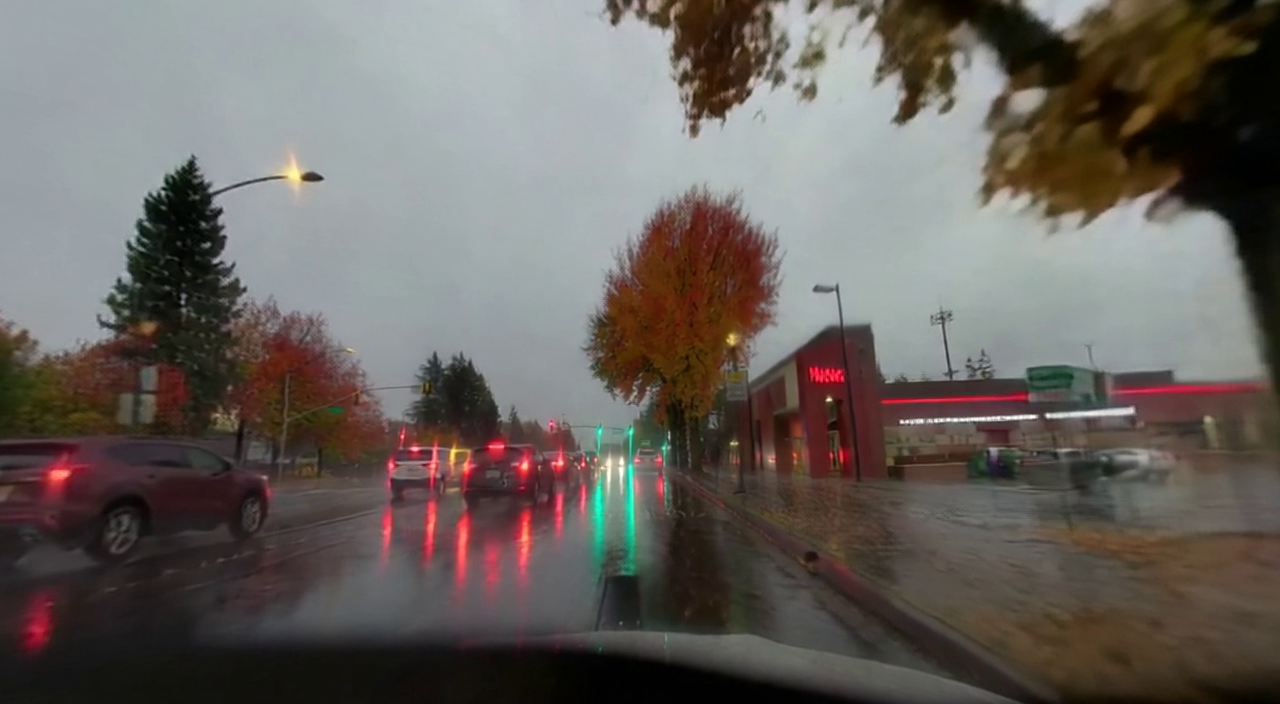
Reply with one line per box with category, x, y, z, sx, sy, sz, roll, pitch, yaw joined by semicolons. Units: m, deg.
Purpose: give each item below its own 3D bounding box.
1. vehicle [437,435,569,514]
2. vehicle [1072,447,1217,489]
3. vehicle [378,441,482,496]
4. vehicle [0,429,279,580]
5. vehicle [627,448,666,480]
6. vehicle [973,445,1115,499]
vehicle;-3.187;2.983;15.792;2.165;1.663;4.513;0;-9;1
vehicle;19.791;4.541;25.039;1.938;1.490;4.750;0;-9;2
vehicle;-7.295;4.086;22.482;2.069;1.719;4.441;0;-9;1
vehicle;-7.406;1.965;8.950;1.932;1.596;4.247;0;-9;1
vehicle;0.389;6.394;36.314;2.144;1.704;4.028;0;-9;1
vehicle;14.159;4.199;22.463;1.963;1.703;4.447;1;-9;-3
